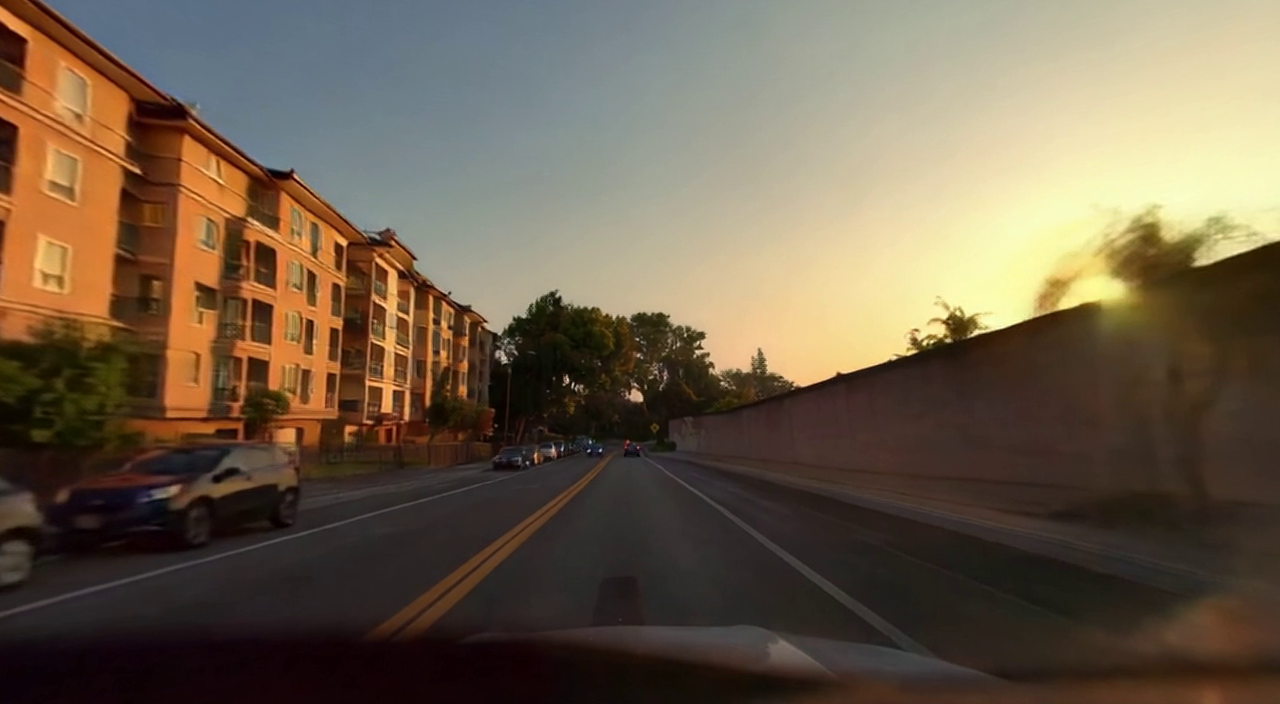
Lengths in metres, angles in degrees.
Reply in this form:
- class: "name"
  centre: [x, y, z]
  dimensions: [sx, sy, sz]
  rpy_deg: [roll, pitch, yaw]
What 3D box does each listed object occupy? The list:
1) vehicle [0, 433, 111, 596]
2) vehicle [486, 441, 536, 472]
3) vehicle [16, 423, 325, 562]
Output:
- class: "vehicle"
  centre: [-6.817, 1.344, 4.818]
  dimensions: [1.773, 1.466, 4.407]
  rpy_deg: [3, -8, -1]
- class: "vehicle"
  centre: [-7.376, 6.023, 36.561]
  dimensions: [1.913, 1.560, 4.513]
  rpy_deg: [2, -9, 0]
- class: "vehicle"
  centre: [-6.871, 2.034, 9.908]
  dimensions: [1.878, 1.658, 3.827]
  rpy_deg: [2, -8, -1]
